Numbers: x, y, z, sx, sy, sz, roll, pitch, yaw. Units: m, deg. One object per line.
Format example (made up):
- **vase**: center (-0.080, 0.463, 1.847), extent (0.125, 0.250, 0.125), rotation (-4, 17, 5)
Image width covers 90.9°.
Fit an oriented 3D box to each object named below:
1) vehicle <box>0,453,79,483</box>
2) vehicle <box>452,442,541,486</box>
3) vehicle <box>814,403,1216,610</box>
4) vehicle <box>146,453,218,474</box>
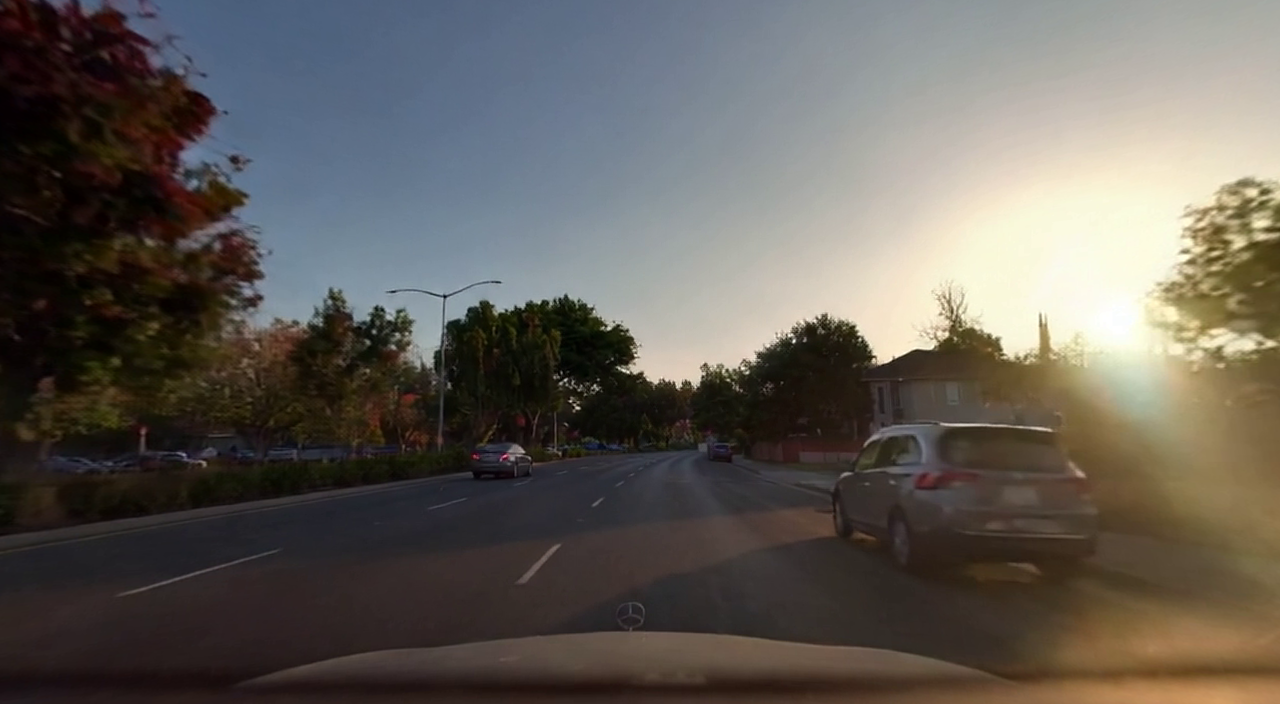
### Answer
- **vehicle**: center (-30.499, 5.614, 30.611), extent (4.390, 1.387, 1.936), rotation (1, -9, -8)
- **vehicle**: center (-5.210, 4.130, 23.586), extent (2.060, 1.473, 4.645), rotation (0, -8, 2)
- **vehicle**: center (3.772, 1.633, 7.666), extent (2.064, 1.697, 4.718), rotation (0, -8, 2)
- **vehicle**: center (-34.194, 8.334, 47.162), extent (3.856, 1.439, 1.884), rotation (2, -9, -12)
